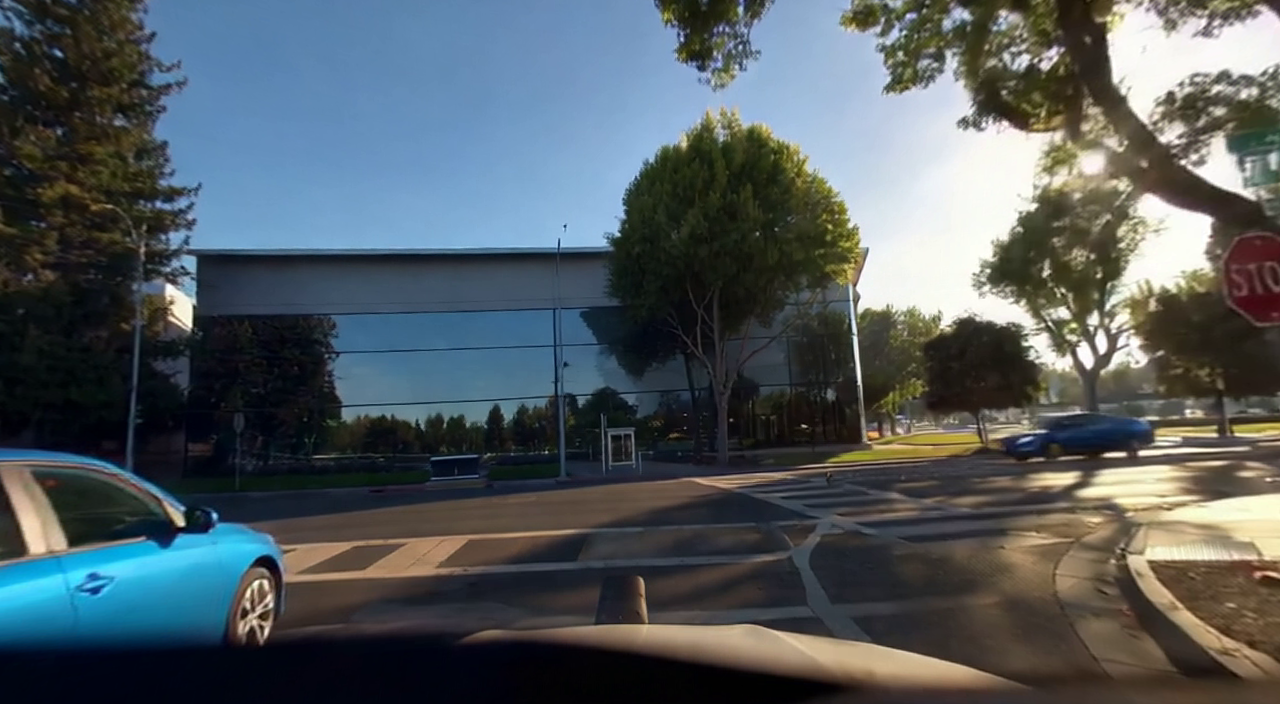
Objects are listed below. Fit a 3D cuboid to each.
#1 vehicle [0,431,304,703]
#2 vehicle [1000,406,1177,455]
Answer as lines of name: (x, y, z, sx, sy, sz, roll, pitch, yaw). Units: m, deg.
vehicle: (-3.303, 1.044, 2.486, 2.069, 1.413, 5.006, 1, -9, -11)
vehicle: (15.027, 2.664, 21.294, 4.788, 1.548, 1.965, 1, -9, -11)
